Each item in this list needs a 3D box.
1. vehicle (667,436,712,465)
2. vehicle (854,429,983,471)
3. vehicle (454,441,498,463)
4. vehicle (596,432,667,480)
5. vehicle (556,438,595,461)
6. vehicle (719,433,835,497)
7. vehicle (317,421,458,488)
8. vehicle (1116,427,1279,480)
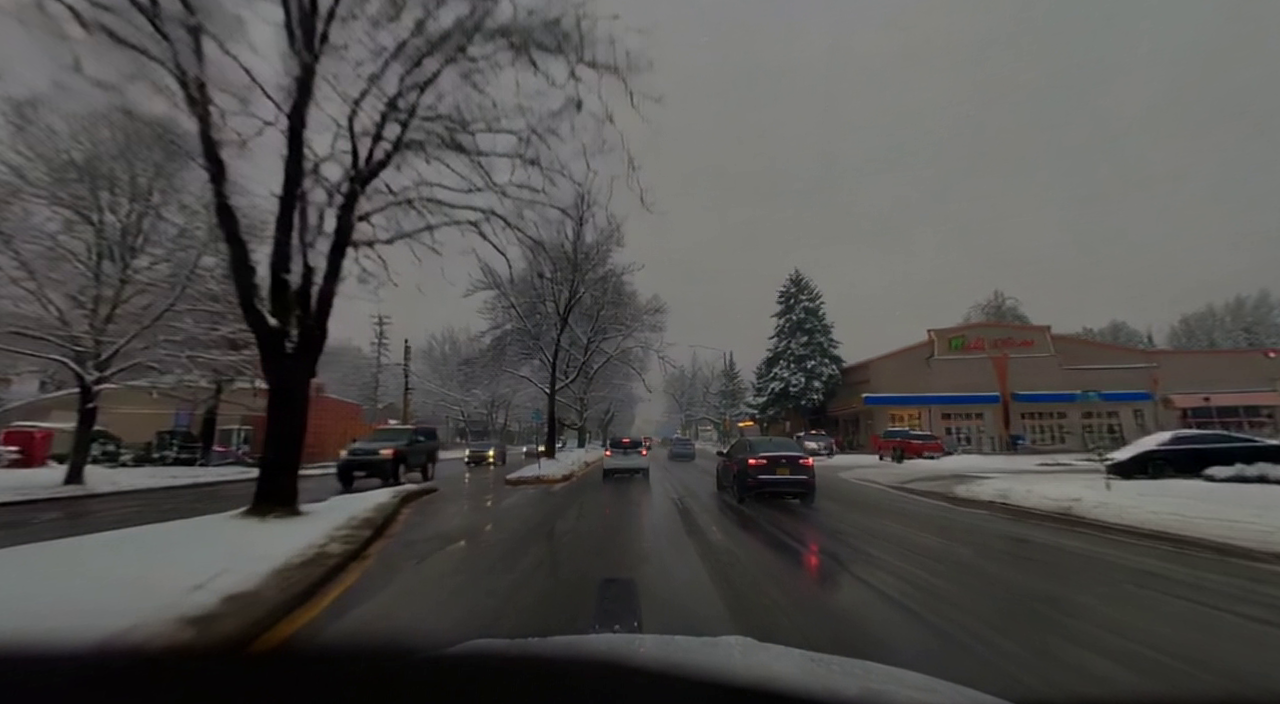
[{"bbox_3d":[2.732,5.539,35.773,2.098,1.527,3.966,0,-8,-2],"label":"vehicle"},{"bbox_3d":[11.401,4.026,26.115,4.291,1.652,2.122,1,-8,-7],"label":"vehicle"},{"bbox_3d":[-11.653,7.124,45.166,1.919,1.497,4.565,0,-8,0],"label":"vehicle"},{"bbox_3d":[-0.282,3.581,22.097,2.232,1.508,4.319,0,-8,-1],"label":"vehicle"},{"bbox_3d":[-4.415,6.709,43.745,2.129,1.459,4.358,0,-8,2],"label":"vehicle"},{"bbox_3d":[3.454,2.927,16.859,2.060,1.471,4.168,0,-8,-1],"label":"vehicle"},{"bbox_3d":[-8.257,3.428,21.491,2.320,1.949,5.755,0,-8,1],"label":"vehicle"},{"bbox_3d":[17.521,3.158,19.895,1.772,1.478,4.381,0,-8,2],"label":"vehicle"}]
